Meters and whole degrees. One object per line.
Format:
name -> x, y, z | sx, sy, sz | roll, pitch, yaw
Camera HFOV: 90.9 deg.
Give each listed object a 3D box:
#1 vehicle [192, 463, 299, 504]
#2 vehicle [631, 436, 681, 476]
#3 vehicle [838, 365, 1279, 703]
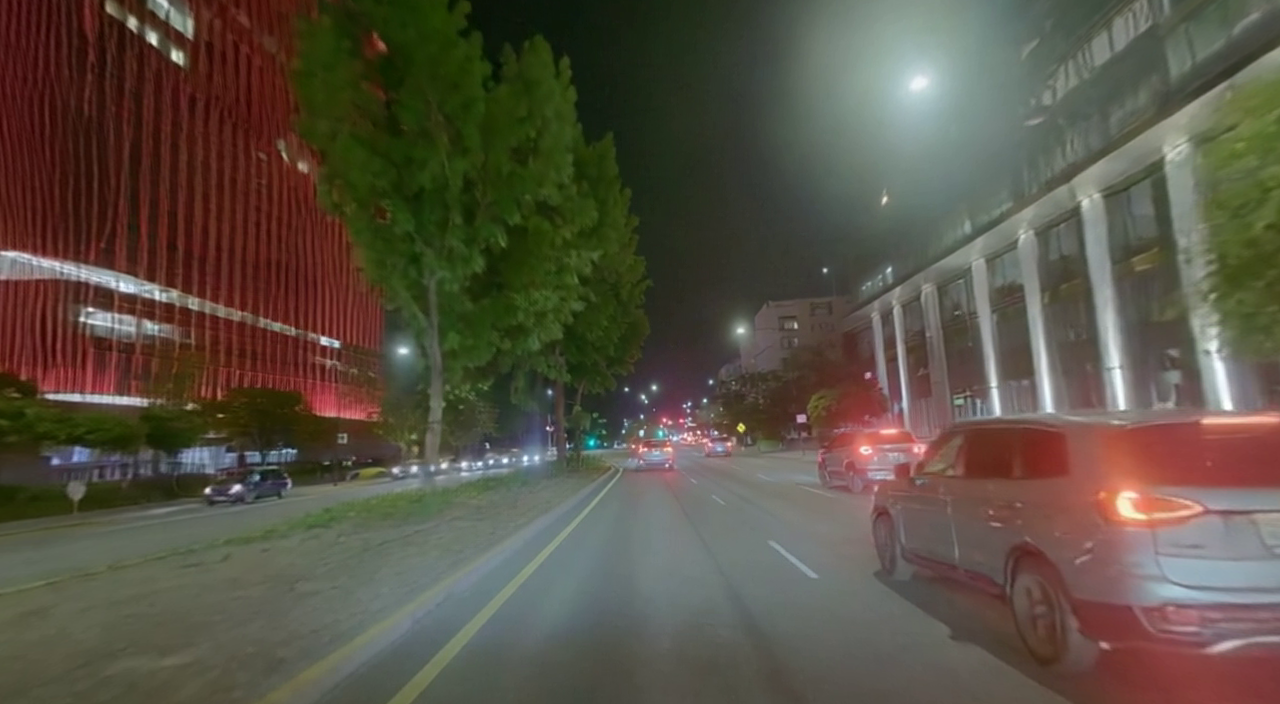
vehicle -> -18.341, 6.109, 29.598 | 1.947, 1.609, 4.589 | -1, -8, 1
vehicle -> 0.658, 4.701, 28.729 | 2.125, 1.669, 3.880 | 0, -8, 0
vehicle -> 3.206, 1.177, 4.657 | 1.931, 1.591, 4.708 | 0, -8, 0
